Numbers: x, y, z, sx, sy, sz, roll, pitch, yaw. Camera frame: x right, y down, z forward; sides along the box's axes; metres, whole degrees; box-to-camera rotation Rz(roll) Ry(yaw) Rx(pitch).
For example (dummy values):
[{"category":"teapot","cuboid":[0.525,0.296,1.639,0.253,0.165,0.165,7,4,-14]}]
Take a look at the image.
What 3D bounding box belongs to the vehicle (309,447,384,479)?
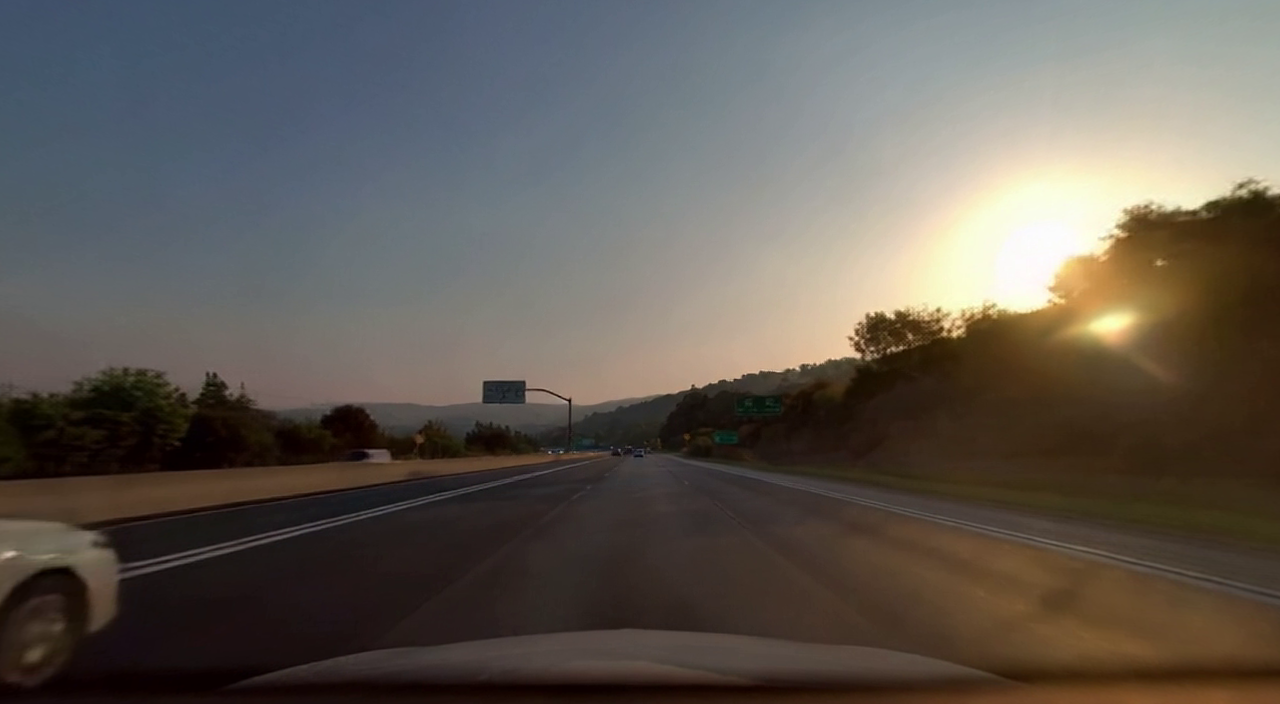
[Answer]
[{"category":"vehicle","cuboid":[-16.476,6.265,35.684,1.994,1.649,4.641,0,-9,1]}]
